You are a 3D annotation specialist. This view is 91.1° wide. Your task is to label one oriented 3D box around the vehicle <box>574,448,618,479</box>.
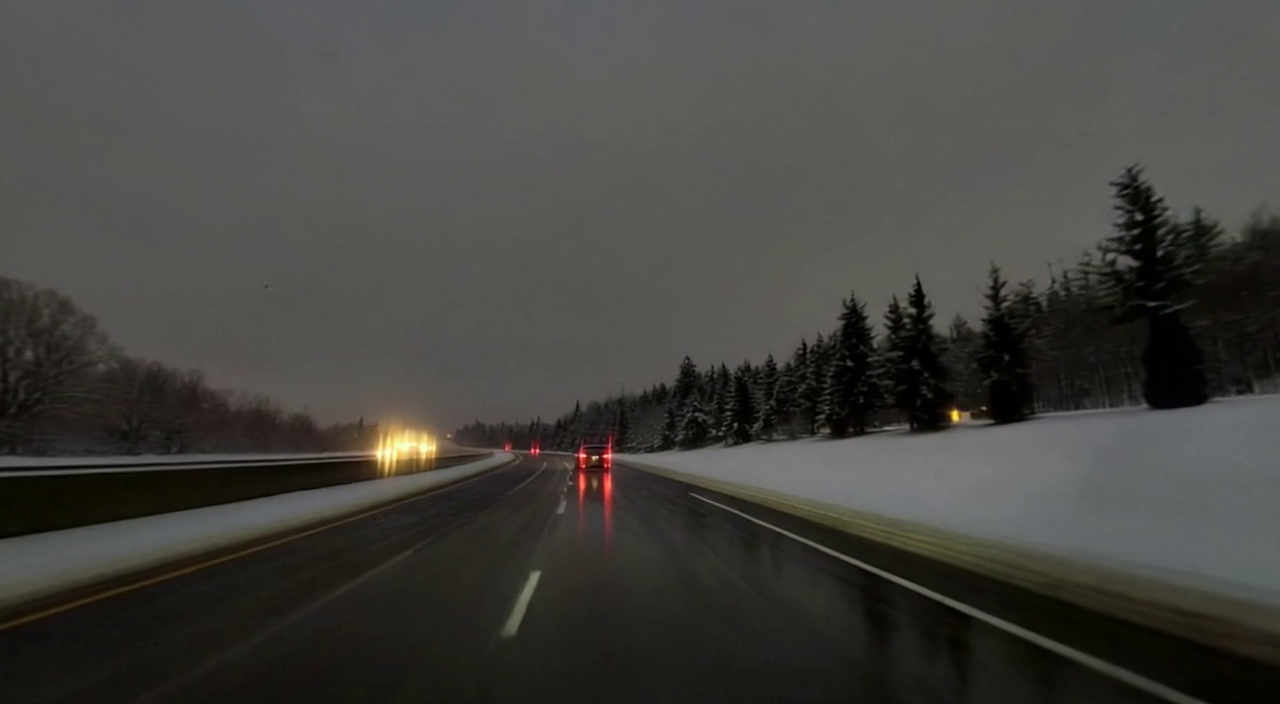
[{"bbox_3d":[-2.325,5.752,32.688,2.140,1.455,4.135,0,-9,-5],"label":"vehicle"}]
